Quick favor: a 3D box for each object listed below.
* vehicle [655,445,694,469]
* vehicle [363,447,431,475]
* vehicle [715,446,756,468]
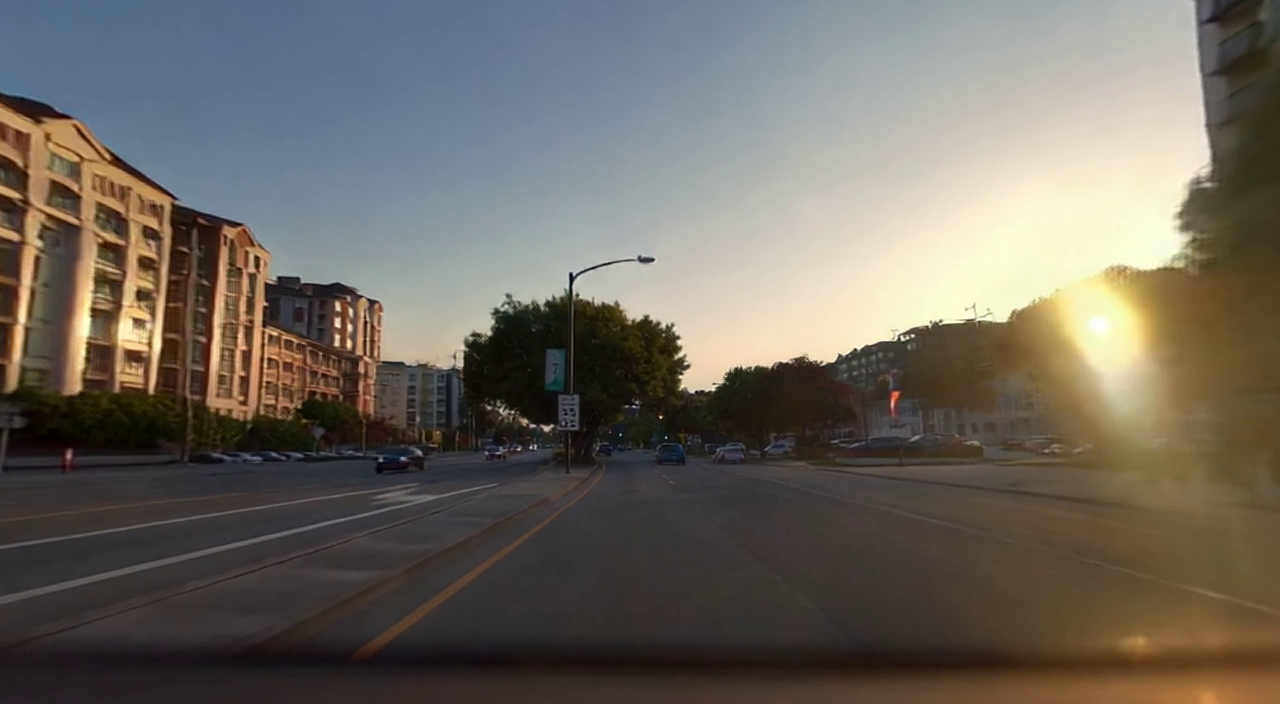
[{"bbox_3d":[2.193,6.879,41.603,2.020,1.479,4.650,1,-9,-4],"label":"vehicle"},{"bbox_3d":[-13.449,6.041,35.267,1.946,1.441,4.661,0,-9,0],"label":"vehicle"},{"bbox_3d":[6.432,7.115,43.085,1.932,1.439,4.159,0,-9,-3],"label":"vehicle"}]
